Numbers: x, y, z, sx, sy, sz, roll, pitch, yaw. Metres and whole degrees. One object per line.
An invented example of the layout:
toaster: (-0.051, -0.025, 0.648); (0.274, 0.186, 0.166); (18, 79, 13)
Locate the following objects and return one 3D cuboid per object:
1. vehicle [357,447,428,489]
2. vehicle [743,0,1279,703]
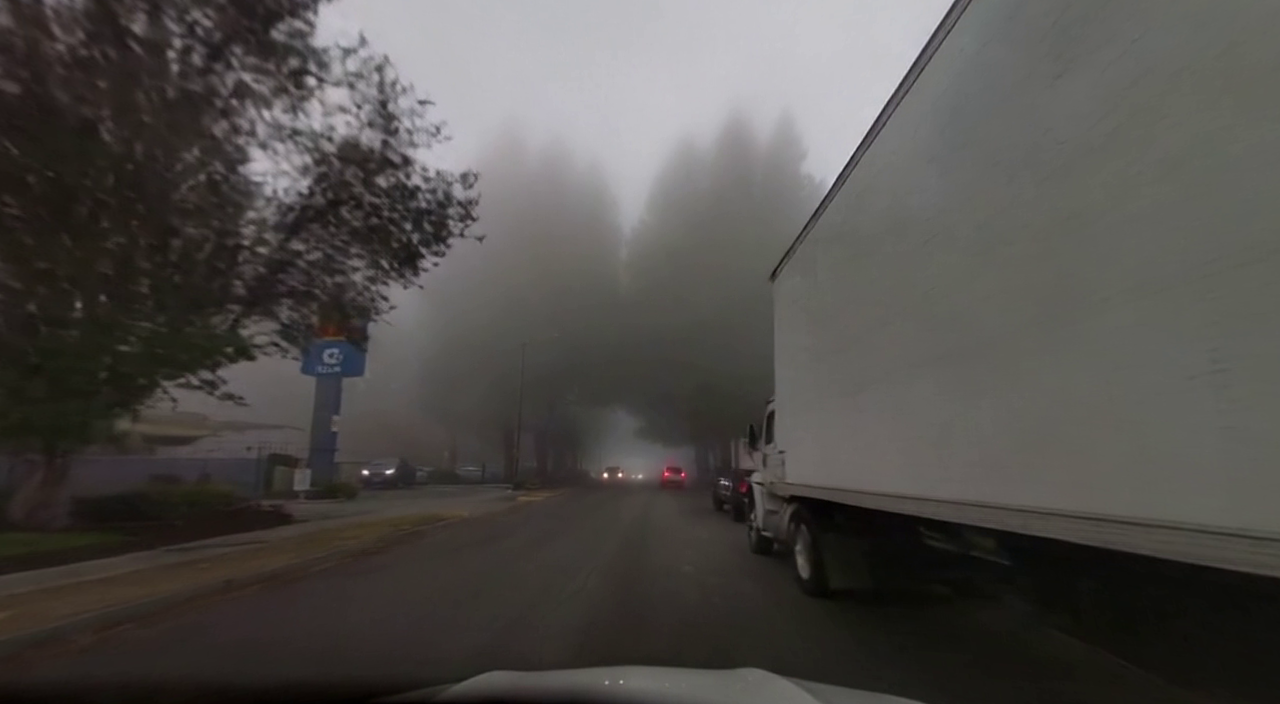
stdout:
vehicle: (-12.731, 5.949, 32.682); (2.062, 1.889, 4.115); (2, -7, -2)
vehicle: (3.428, 0.236, 4.483); (2.990, 4.098, 13.928); (1, -10, 0)
